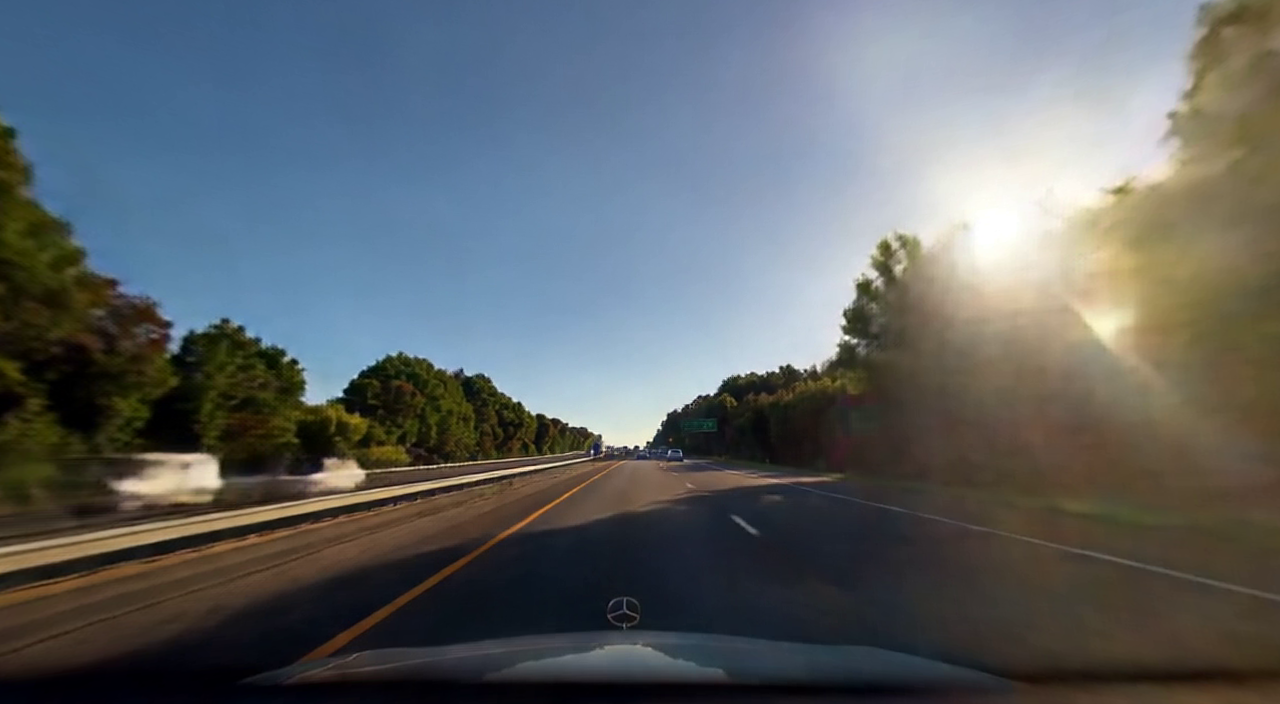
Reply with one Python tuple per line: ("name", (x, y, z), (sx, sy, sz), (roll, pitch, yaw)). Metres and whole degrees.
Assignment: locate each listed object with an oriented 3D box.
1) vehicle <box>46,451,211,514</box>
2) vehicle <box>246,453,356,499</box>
("vehicle", (-16.687, 4.222, 20.917), (1.864, 1.845, 4.249), (0, -9, 0))
("vehicle", (-12.888, 4.714, 24.305), (1.934, 1.588, 4.100), (0, -9, 0))
